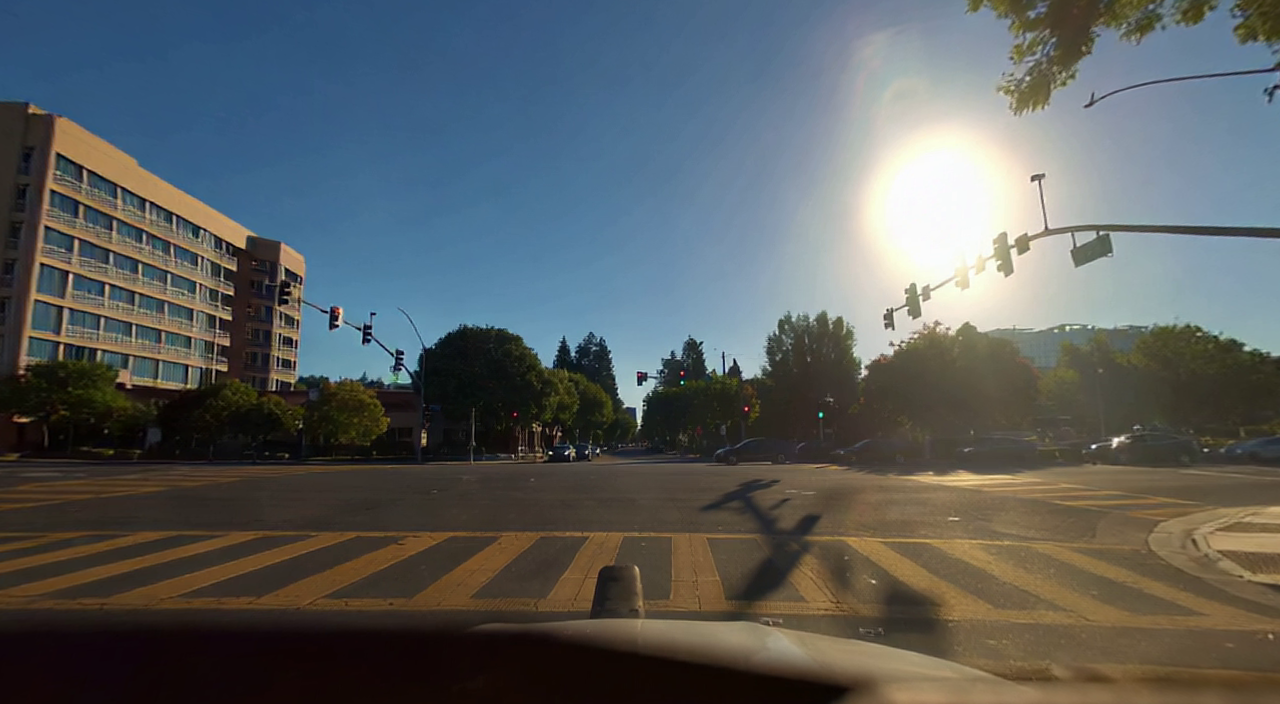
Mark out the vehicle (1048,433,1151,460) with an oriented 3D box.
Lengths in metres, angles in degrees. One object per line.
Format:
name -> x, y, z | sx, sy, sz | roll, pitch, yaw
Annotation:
vehicle -> 26.545, 5.498, 36.593 | 4.519, 1.476, 1.767 | 0, -9, 1

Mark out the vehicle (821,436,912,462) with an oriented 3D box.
vehicle -> 13.187, 5.659, 36.975 | 4.631, 1.435, 1.715 | 0, -9, 0

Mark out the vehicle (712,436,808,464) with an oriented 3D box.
vehicle -> 6.248, 5.157, 33.226 | 4.629, 1.423, 1.833 | 0, -9, 0

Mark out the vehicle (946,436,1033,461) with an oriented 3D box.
vehicle -> 22.081, 6.110, 40.033 | 4.443, 1.472, 1.794 | 0, -9, 1

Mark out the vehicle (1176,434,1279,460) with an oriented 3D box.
vehicle -> 34.431, 5.504, 36.720 | 4.724, 1.452, 1.870 | 0, -9, 0
